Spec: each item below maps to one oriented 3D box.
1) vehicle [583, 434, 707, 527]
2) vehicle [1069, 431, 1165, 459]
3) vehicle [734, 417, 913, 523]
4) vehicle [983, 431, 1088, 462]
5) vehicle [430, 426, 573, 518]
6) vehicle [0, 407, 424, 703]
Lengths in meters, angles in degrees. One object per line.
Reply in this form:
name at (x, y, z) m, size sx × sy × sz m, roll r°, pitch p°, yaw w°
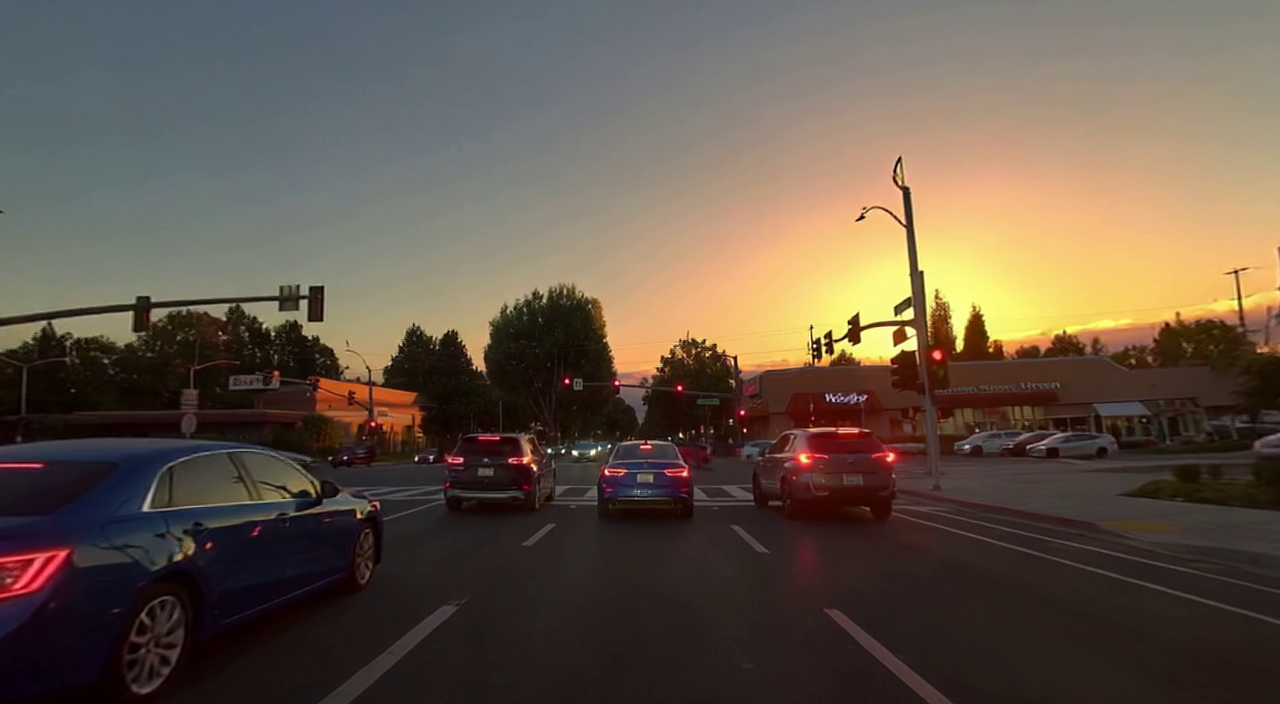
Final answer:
vehicle at (0.122, 2.426, 12.393) m, size 2.032 × 1.499 × 3.994 m, roll 0°, pitch -9°, yaw 1°
vehicle at (30.545, 5.984, 40.420) m, size 4.432 × 1.680 × 1.932 m, roll 0°, pitch -9°, yaw 2°
vehicle at (3.309, 2.252, 12.449) m, size 2.076 × 1.691 × 4.402 m, roll 0°, pitch -9°, yaw -2°
vehicle at (23.287, 5.595, 37.233) m, size 4.781 × 1.700 × 1.986 m, roll 0°, pitch -9°, yaw 1°
vehicle at (-2.824, 2.574, 13.913) m, size 2.072 × 1.694 × 4.070 m, roll 0°, pitch -9°, yaw 2°
vehicle at (-3.331, 1.270, 4.396) m, size 2.014 × 1.472 × 4.357 m, roll 0°, pitch -9°, yaw 1°
